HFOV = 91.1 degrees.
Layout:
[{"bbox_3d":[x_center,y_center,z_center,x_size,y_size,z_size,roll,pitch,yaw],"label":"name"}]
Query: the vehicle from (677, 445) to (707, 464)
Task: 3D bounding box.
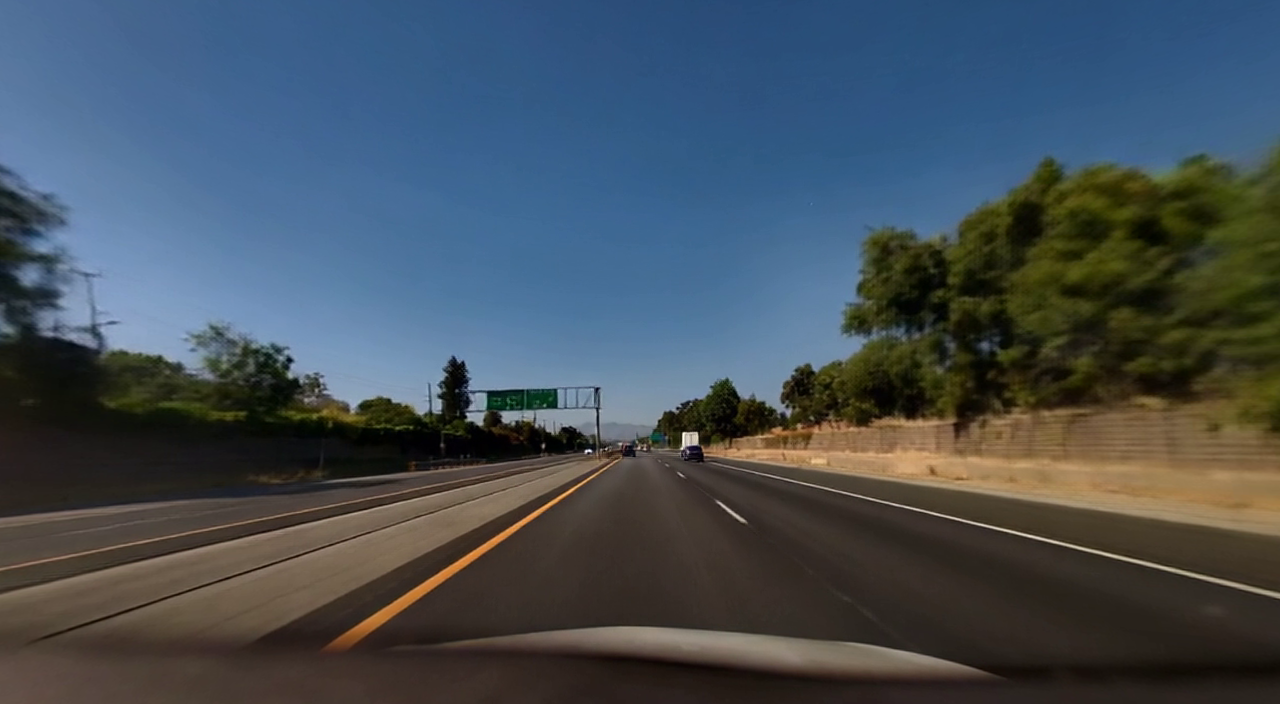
[{"bbox_3d":[3.981,7.910,48.499,1.923,1.408,3.835,0,-9,-1],"label":"vehicle"}]
